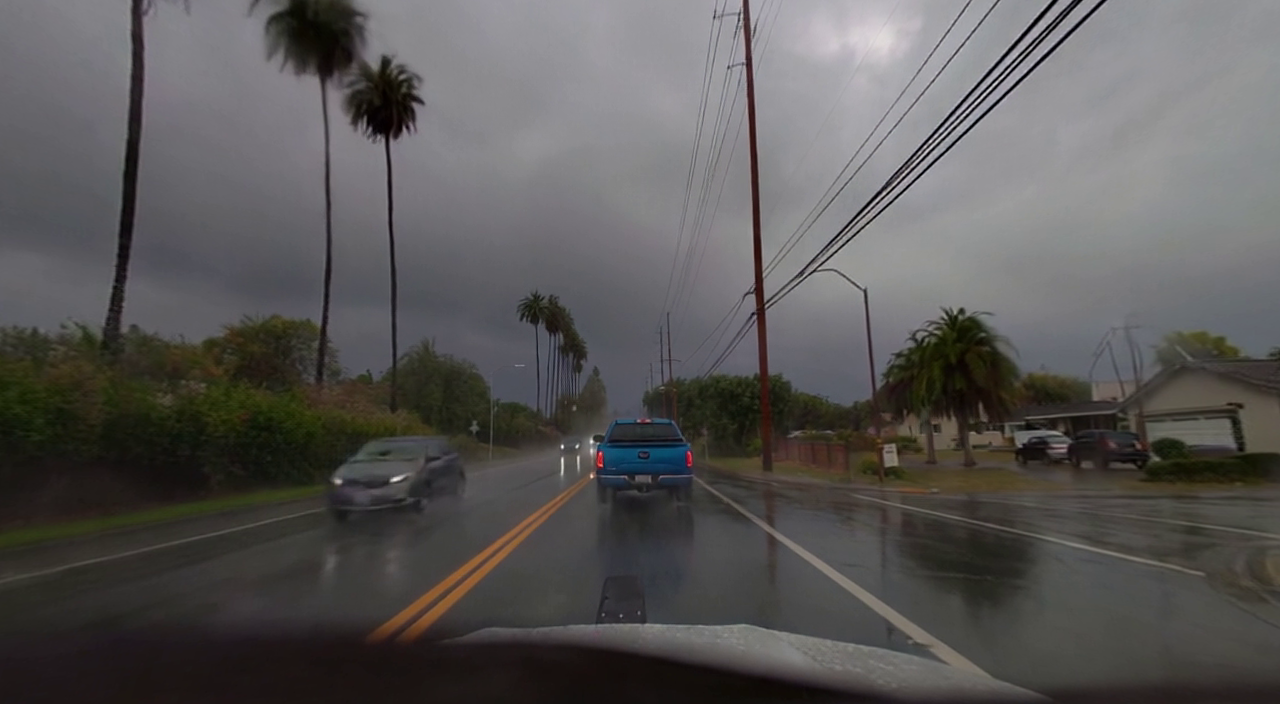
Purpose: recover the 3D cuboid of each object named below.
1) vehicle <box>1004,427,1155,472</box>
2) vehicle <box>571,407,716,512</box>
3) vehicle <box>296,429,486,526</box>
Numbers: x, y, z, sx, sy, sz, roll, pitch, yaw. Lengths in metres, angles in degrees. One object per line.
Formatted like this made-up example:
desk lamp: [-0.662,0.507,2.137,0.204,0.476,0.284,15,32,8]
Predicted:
vehicle: [20.326,4.564,29.720,2.277,1.836,6.267,0,-9,-4]
vehicle: [0.020,2.557,15.459,2.848,2.047,5.885,0,-8,-1]
vehicle: [-4.779,2.466,13.014,2.159,1.627,4.505,0,-8,-1]
